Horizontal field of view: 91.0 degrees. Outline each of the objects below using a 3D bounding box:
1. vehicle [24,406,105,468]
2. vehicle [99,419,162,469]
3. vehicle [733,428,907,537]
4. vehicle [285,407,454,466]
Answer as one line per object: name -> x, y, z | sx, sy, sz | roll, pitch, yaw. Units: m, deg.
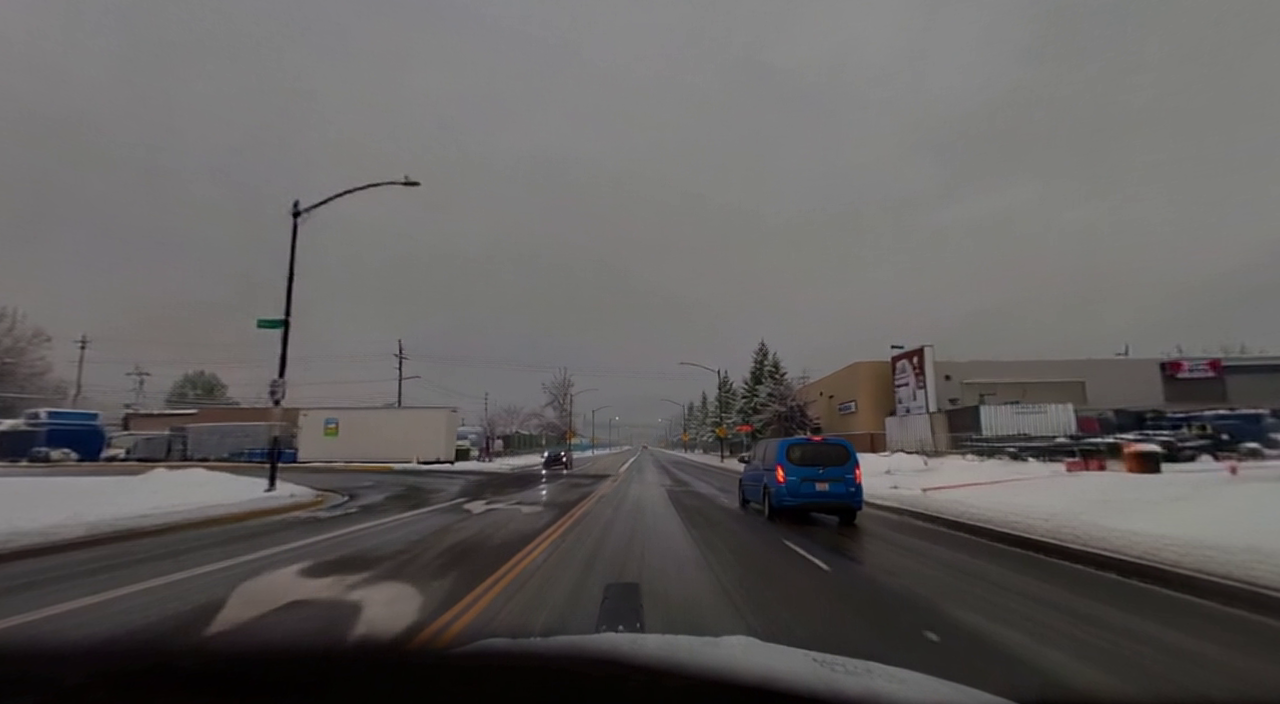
vehicle -> -41.373, 6.261, 45.628 | 3.059, 3.984, 10.482 | 7, -12, -37
vehicle -> -39.823, 7.250, 49.456 | 3.287, 3.586, 7.296 | 7, -12, -37
vehicle -> 3.426, 2.605, 13.225 | 2.202, 1.822, 4.826 | 0, -9, 0
vehicle -> -19.535, 6.199, 46.088 | 10.797, 4.039, 3.044 | 1, -9, -1
